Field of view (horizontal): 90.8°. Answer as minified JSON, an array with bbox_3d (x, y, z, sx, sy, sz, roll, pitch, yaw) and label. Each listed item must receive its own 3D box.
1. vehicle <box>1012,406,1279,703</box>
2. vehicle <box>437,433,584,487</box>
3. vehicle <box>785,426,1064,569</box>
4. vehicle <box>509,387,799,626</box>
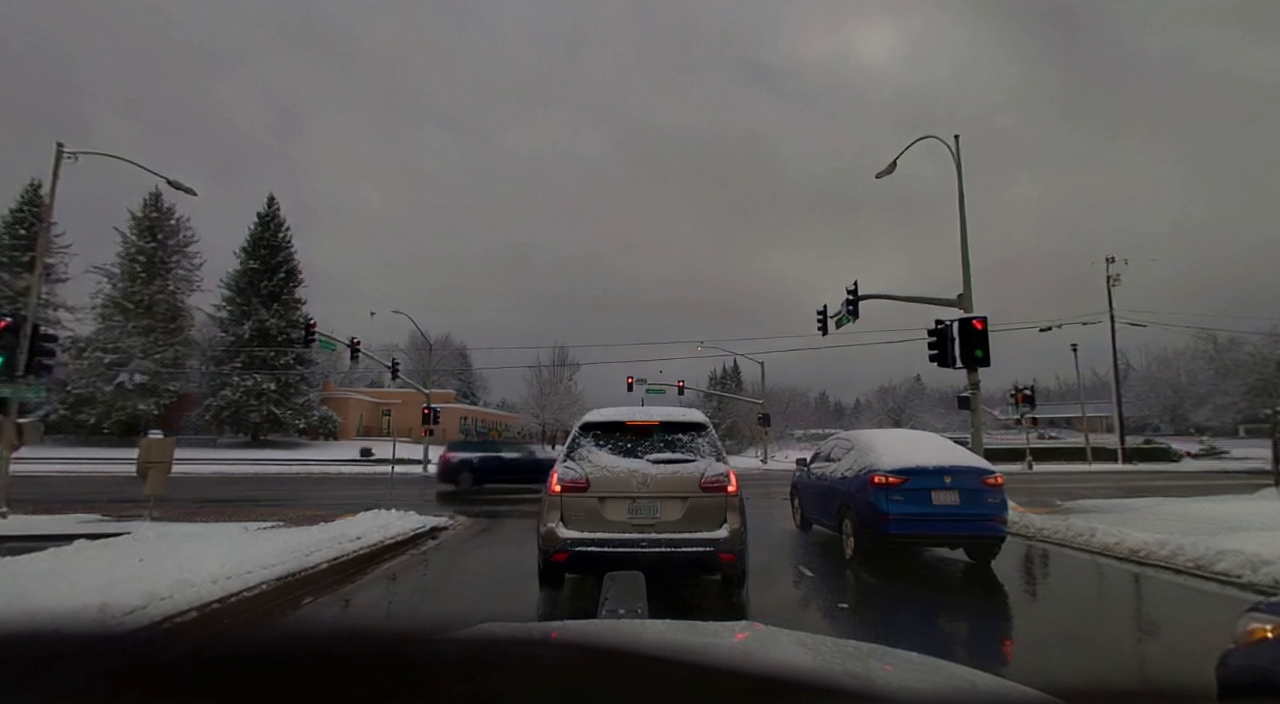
[{"bbox_3d":[3.150,0.816,1.437,1.924,1.466,4.461,0,-8,1],"label":"vehicle"},{"bbox_3d":[-4.388,3.750,22.071,4.687,1.791,2.044,0,-8,0],"label":"vehicle"},{"bbox_3d":[3.522,1.860,8.879,1.861,1.495,4.215,0,-8,-1],"label":"vehicle"},{"bbox_3d":[0.100,1.494,7.072,2.170,1.793,4.468,0,-8,0],"label":"vehicle"}]
